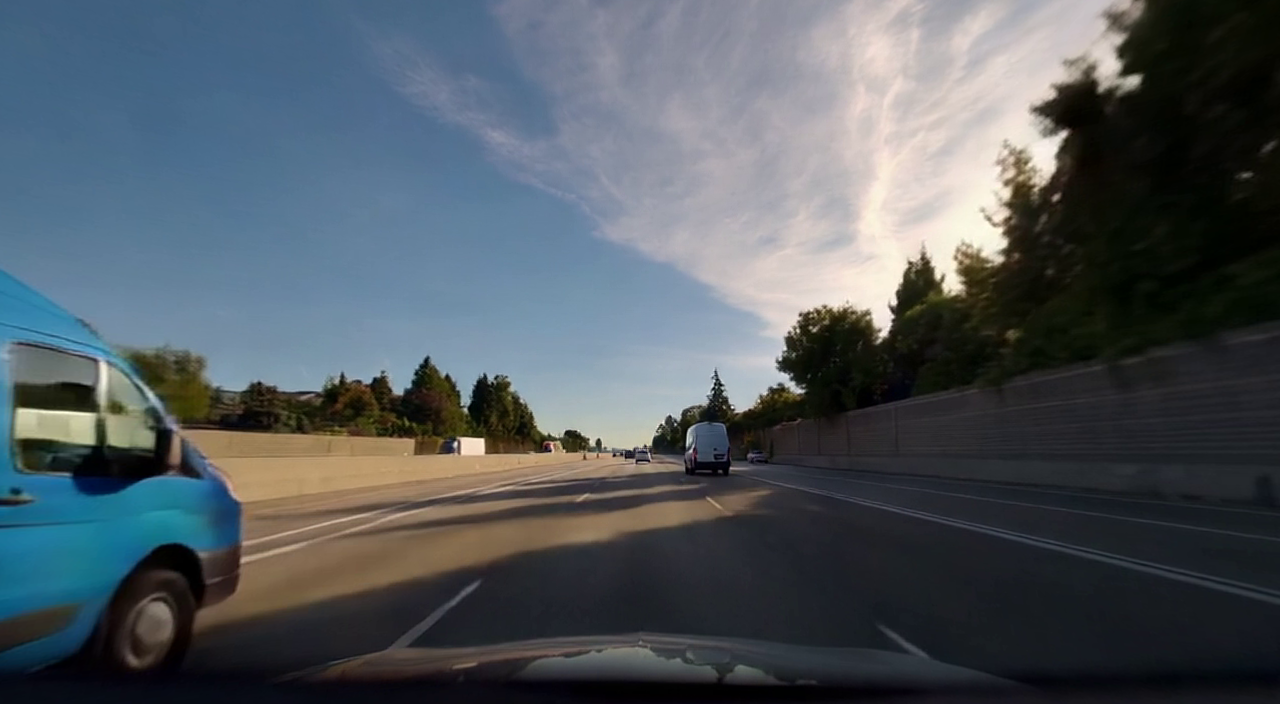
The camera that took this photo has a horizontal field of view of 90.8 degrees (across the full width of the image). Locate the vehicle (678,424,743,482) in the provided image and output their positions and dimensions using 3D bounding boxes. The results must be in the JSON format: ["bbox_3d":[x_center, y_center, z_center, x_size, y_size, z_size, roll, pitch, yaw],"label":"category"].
[{"bbox_3d":[3.313,4.962,31.031,2.373,2.561,5.922,0,-9,-1],"label":"vehicle"}]

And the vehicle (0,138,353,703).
[{"bbox_3d":[-3.635,0.403,1.993,2.409,2.523,6.275,0,-9,1],"label":"vehicle"}]
